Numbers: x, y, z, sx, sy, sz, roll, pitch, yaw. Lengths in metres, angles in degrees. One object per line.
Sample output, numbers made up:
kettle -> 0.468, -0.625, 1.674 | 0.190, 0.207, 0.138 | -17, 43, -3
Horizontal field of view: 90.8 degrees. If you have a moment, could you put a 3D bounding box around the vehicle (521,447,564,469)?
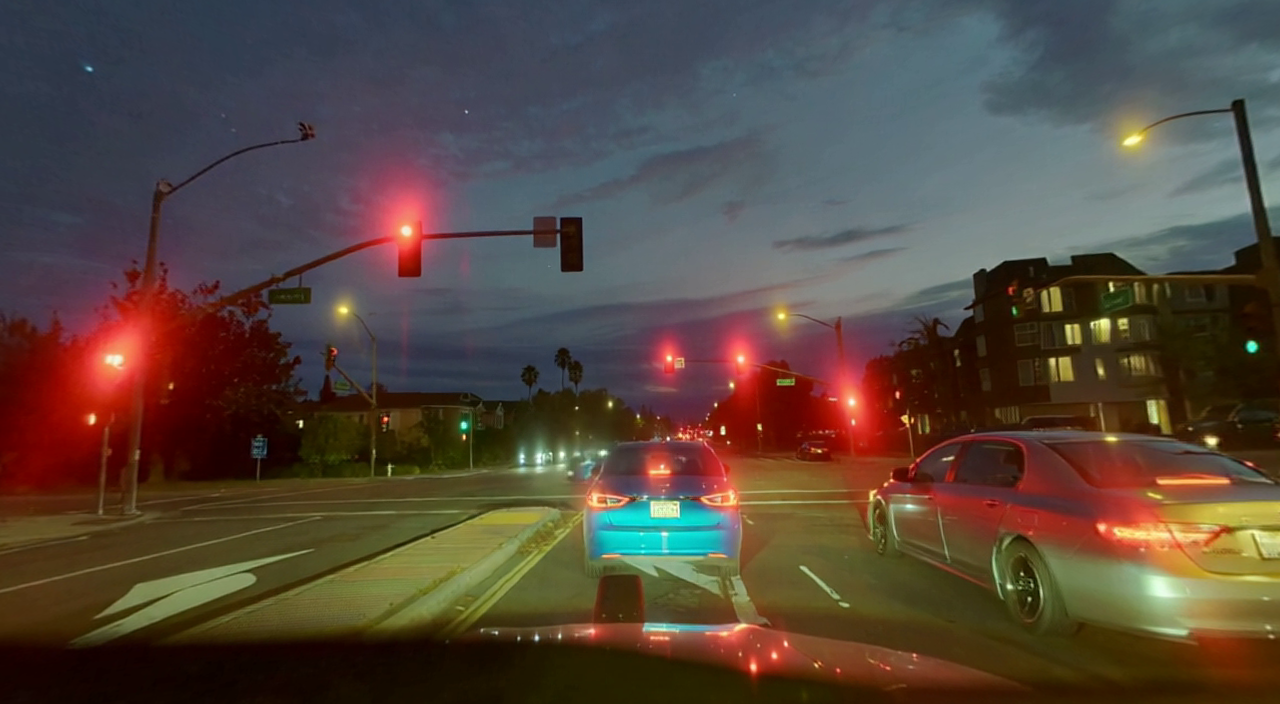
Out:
vehicle -> -6.923, 7.581, 45.291 | 2.093, 1.476, 4.278 | -1, -9, 4

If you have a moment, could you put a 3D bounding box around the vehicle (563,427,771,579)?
vehicle -> 0.305, 1.816, 8.326 | 2.090, 1.505, 3.756 | -1, -9, 1

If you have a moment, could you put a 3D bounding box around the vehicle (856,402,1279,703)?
vehicle -> 3.659, 1.338, 5.442 | 1.888, 1.486, 4.681 | 0, -9, -1
